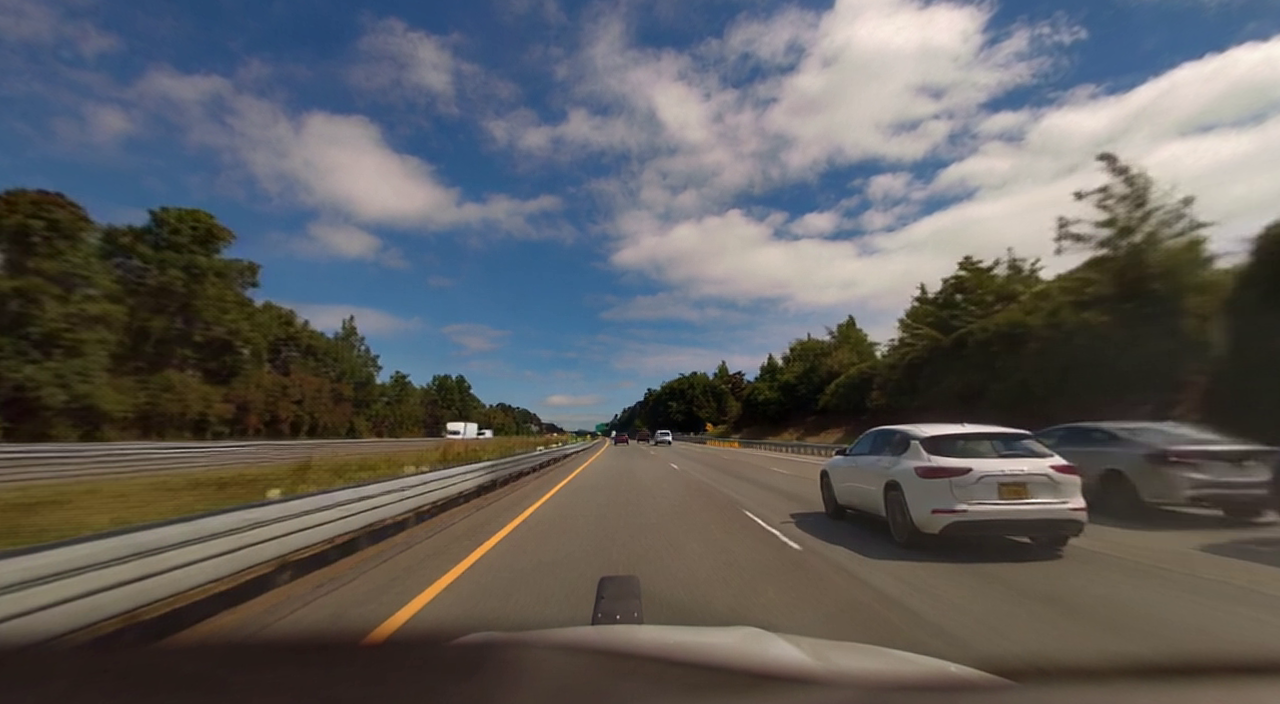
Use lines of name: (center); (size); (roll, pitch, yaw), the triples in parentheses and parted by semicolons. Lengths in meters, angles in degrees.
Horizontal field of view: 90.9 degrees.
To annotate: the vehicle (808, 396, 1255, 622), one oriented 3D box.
vehicle: (3.274, 1.354, 6.404); (2.002, 1.569, 3.845); (0, -8, -1)
